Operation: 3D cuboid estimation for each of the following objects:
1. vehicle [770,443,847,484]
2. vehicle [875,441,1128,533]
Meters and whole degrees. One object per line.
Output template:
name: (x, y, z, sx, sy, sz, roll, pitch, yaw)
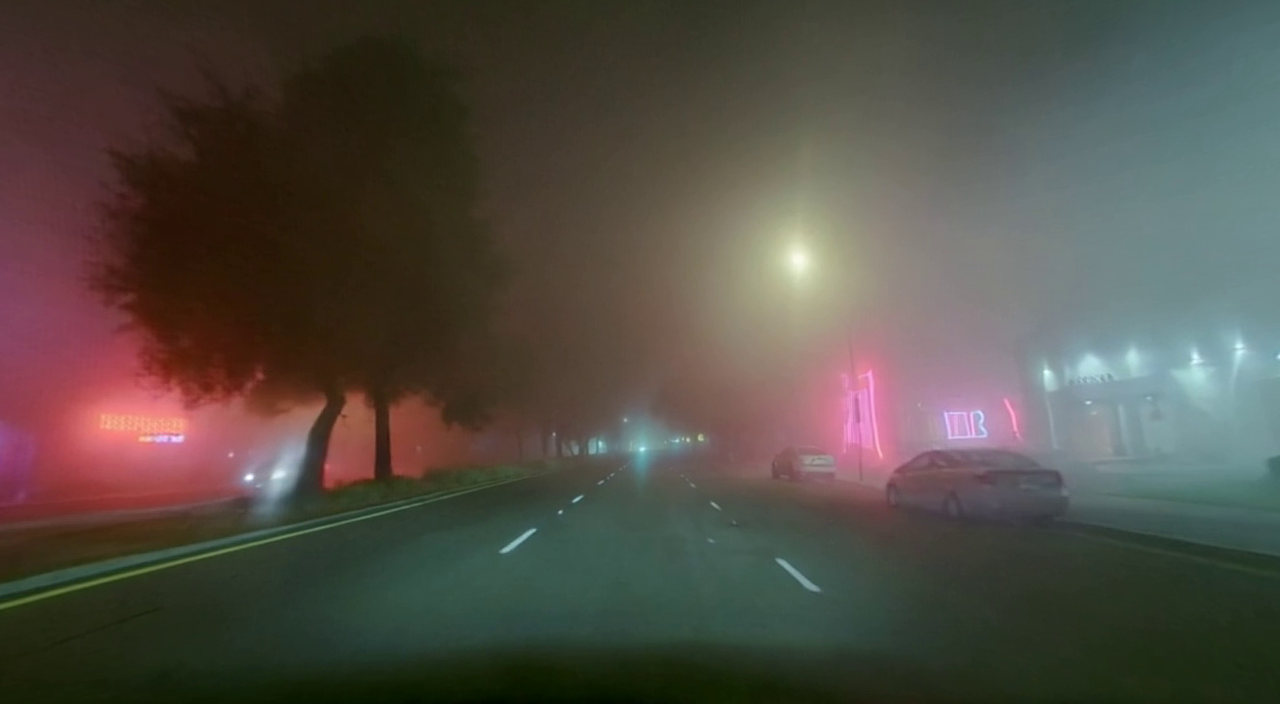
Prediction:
vehicle: (6.844, 4.547, 26.133, 1.923, 1.498, 4.676, 0, -8, 1)
vehicle: (6.791, 2.561, 12.731, 2.119, 1.458, 4.965, 1, -9, -1)
